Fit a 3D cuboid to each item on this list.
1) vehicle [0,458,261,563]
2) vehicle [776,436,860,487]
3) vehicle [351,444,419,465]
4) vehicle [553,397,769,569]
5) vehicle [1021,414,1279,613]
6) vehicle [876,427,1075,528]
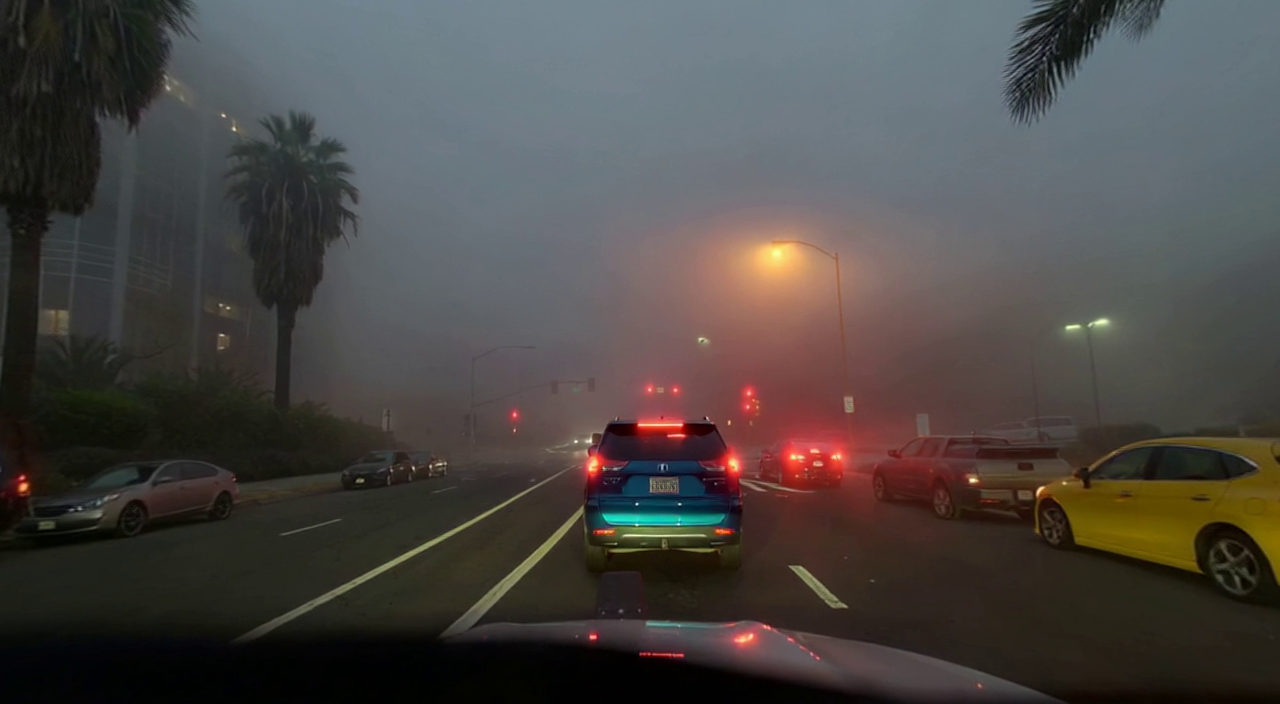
[{"bbox_3d":[-9.582,2.806,11.889,2.054,1.467,4.595,-3,-9,0],"label":"vehicle"},{"bbox_3d":[6.518,4.042,23.606,1.948,1.729,4.023,0,-8,0],"label":"vehicle"},{"bbox_3d":[-18.750,7.574,46.664,1.759,1.457,4.297,-7,-11,37],"label":"vehicle"},{"bbox_3d":[0.261,1.696,8.871,2.264,1.798,4.258,0,-8,1],"label":"vehicle"},{"bbox_3d":[6.440,1.599,6.920,1.935,1.672,4.139,0,-8,1],"label":"vehicle"},{"bbox_3d":[6.668,2.521,13.238,1.930,1.736,4.329,-1,-8,3],"label":"vehicle"}]
